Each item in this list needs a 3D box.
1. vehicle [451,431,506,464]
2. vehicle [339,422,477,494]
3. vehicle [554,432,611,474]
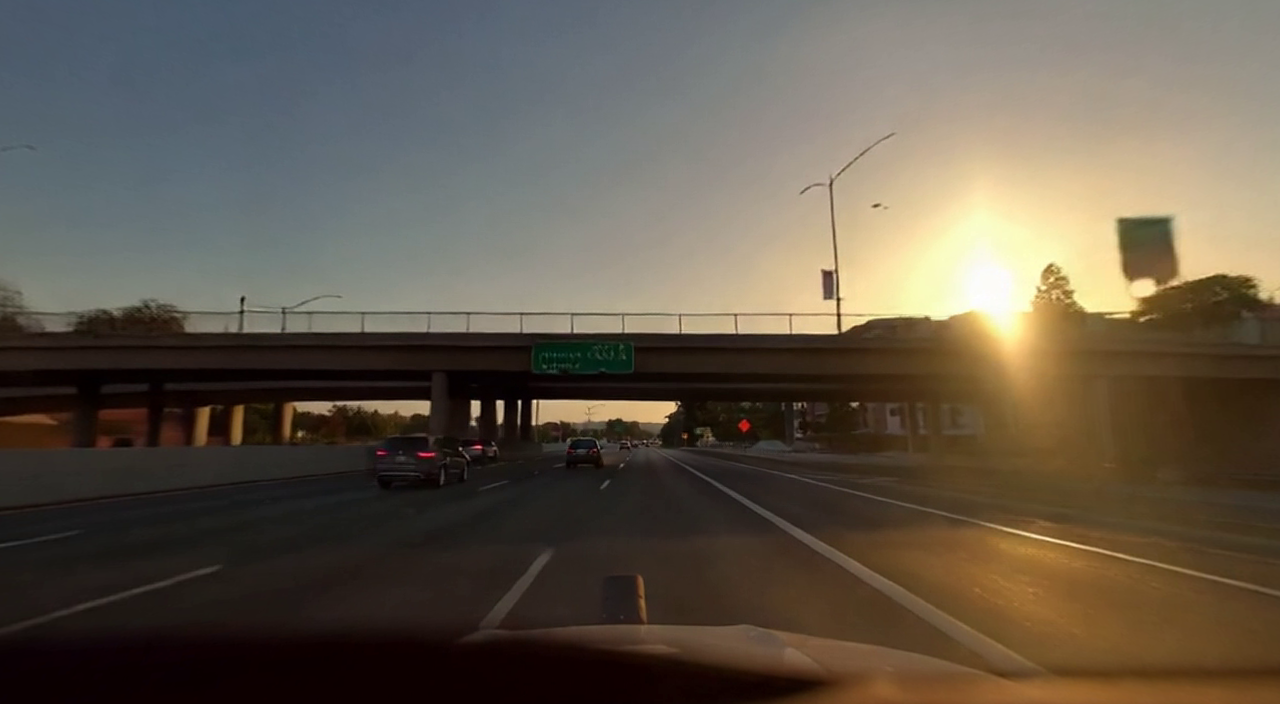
[{"bbox_3d":[-9.449,5.640,37.385,1.969,1.759,4.758,0,-8,1],"label":"vehicle"},{"bbox_3d":[-6.318,2.955,17.935,2.015,1.762,4.790,0,-8,1],"label":"vehicle"},{"bbox_3d":[-2.411,4.390,27.690,2.027,1.697,4.307,0,-8,1],"label":"vehicle"}]
